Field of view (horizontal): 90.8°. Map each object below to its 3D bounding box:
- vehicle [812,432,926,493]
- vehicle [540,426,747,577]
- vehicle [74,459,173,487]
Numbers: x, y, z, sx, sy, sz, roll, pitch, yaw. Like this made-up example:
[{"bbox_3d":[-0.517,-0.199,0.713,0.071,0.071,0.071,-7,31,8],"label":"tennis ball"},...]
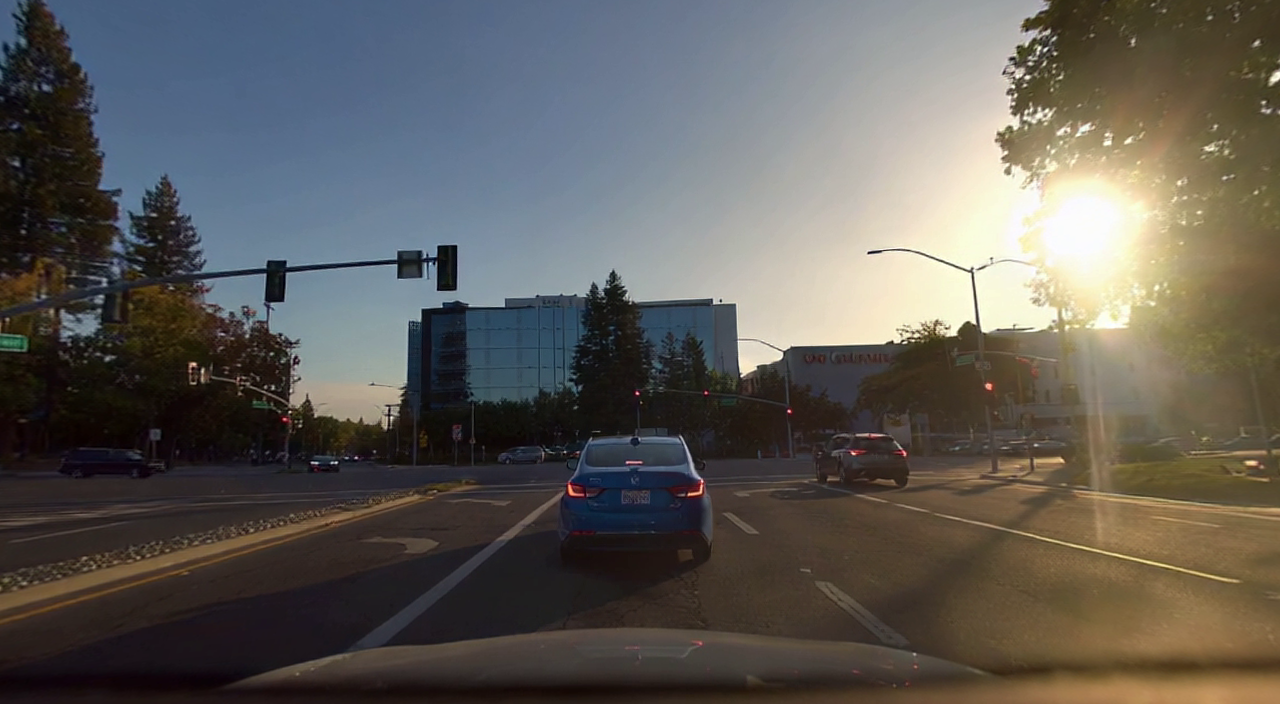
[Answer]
[{"bbox_3d":[7.068,3.442,20.055,2.039,1.692,4.319,0,-8,1],"label":"vehicle"},{"bbox_3d":[-0.017,1.815,8.504,2.070,1.488,4.206,0,-8,-1],"label":"vehicle"},{"bbox_3d":[-32.365,7.558,39.663,4.401,1.625,1.863,0,-8,-4],"label":"vehicle"}]
